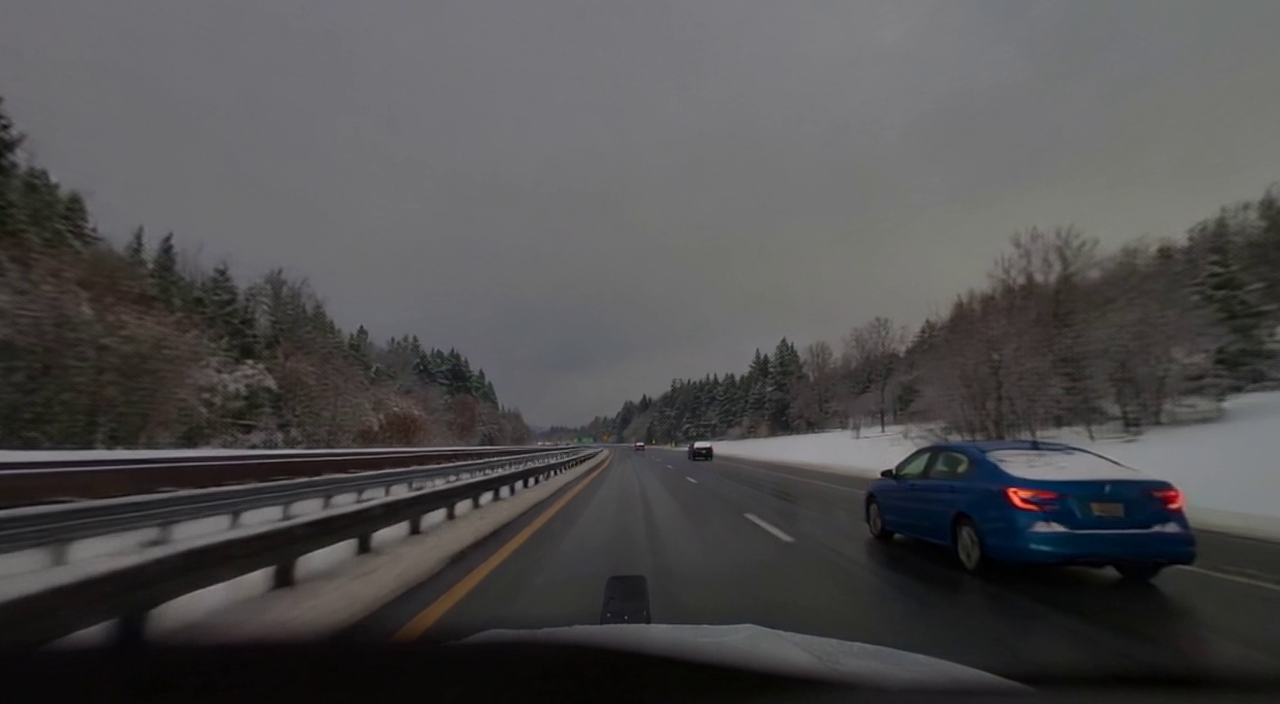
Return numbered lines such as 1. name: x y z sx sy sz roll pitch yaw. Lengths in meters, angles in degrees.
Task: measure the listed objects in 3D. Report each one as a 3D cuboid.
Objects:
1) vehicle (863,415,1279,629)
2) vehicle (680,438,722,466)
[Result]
1. vehicle: 4.204 1.529 6.707 2.072 1.528 4.176 0 -8 -1
2. vehicle: 3.479 5.759 36.418 1.945 1.538 3.729 0 -8 -2
